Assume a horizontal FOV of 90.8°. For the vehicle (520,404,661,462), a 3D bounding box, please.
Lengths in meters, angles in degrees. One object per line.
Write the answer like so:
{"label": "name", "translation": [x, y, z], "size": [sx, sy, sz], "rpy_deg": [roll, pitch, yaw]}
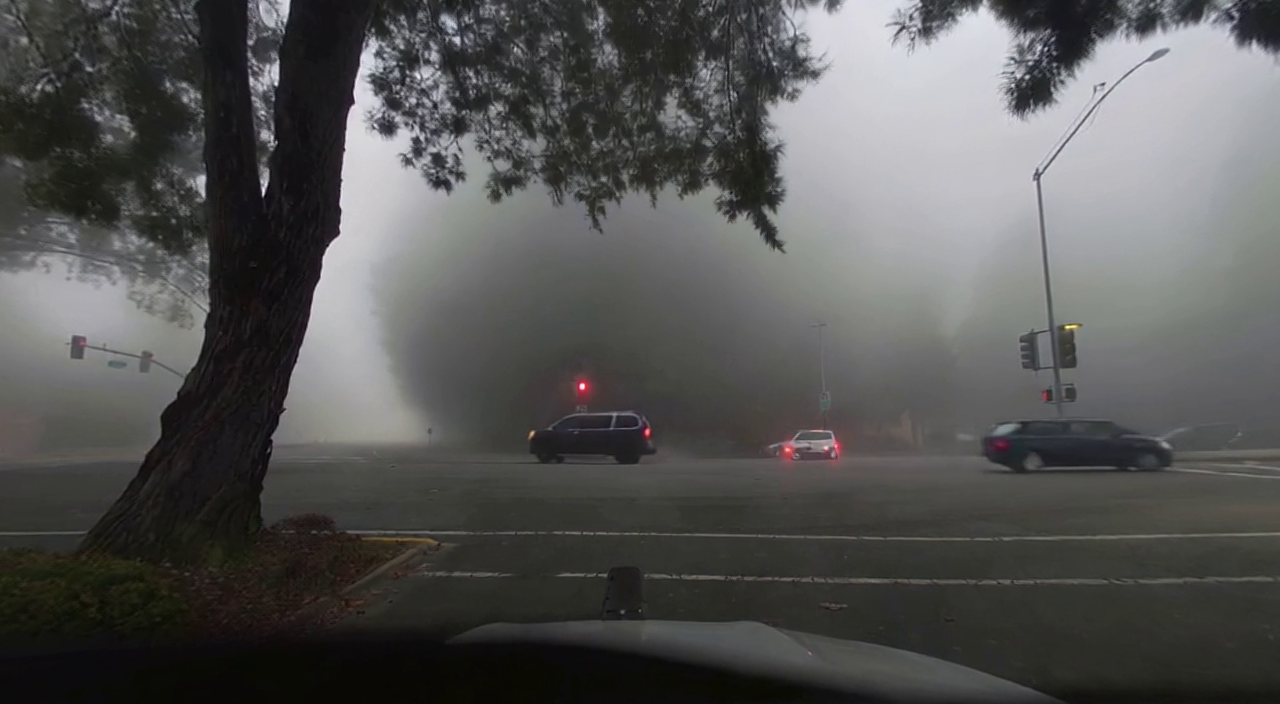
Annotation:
{"label": "vehicle", "translation": [-2.841, 4.813, 37.096], "size": [7.790, 3.197, 2.653], "rpy_deg": [-2, -9, 10]}

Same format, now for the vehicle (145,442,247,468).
{"label": "vehicle", "translation": [-26.110, 6.036, 37.185], "size": [4.860, 1.441, 1.934], "rpy_deg": [-2, -8, 10]}

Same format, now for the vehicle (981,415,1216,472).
{"label": "vehicle", "translation": [12.638, 2.576, 17.789], "size": [4.836, 1.445, 2.057], "rpy_deg": [-2, -9, 10]}

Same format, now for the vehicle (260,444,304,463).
{"label": "vehicle", "translation": [-28.029, 7.918, 49.565], "size": [2.235, 1.417, 4.272], "rpy_deg": [3, -9, -19]}
